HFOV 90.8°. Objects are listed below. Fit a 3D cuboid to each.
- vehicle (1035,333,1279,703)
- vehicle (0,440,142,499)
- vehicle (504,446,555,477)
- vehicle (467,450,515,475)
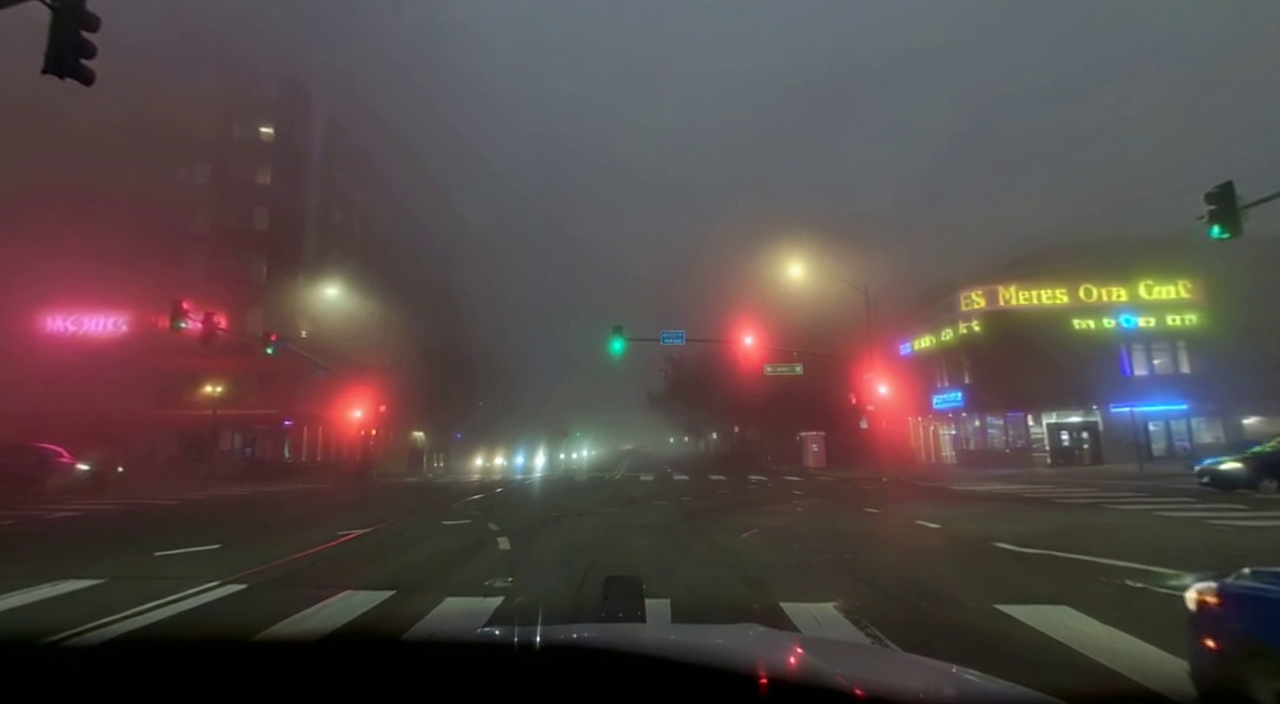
[{"bbox_3d":[3.208,0.646,1.250,2.049,1.691,4.447,0,-9,2],"label":"vehicle"},{"bbox_3d":[-21.043,4.128,22.459,5.161,1.910,2.275,-2,-9,11],"label":"vehicle"},{"bbox_3d":[-6.622,6.607,38.374,2.181,1.703,4.512,0,-9,2],"label":"vehicle"},{"bbox_3d":[-9.670,7.214,41.301,2.106,1.505,4.228,0,-9,0],"label":"vehicle"}]
